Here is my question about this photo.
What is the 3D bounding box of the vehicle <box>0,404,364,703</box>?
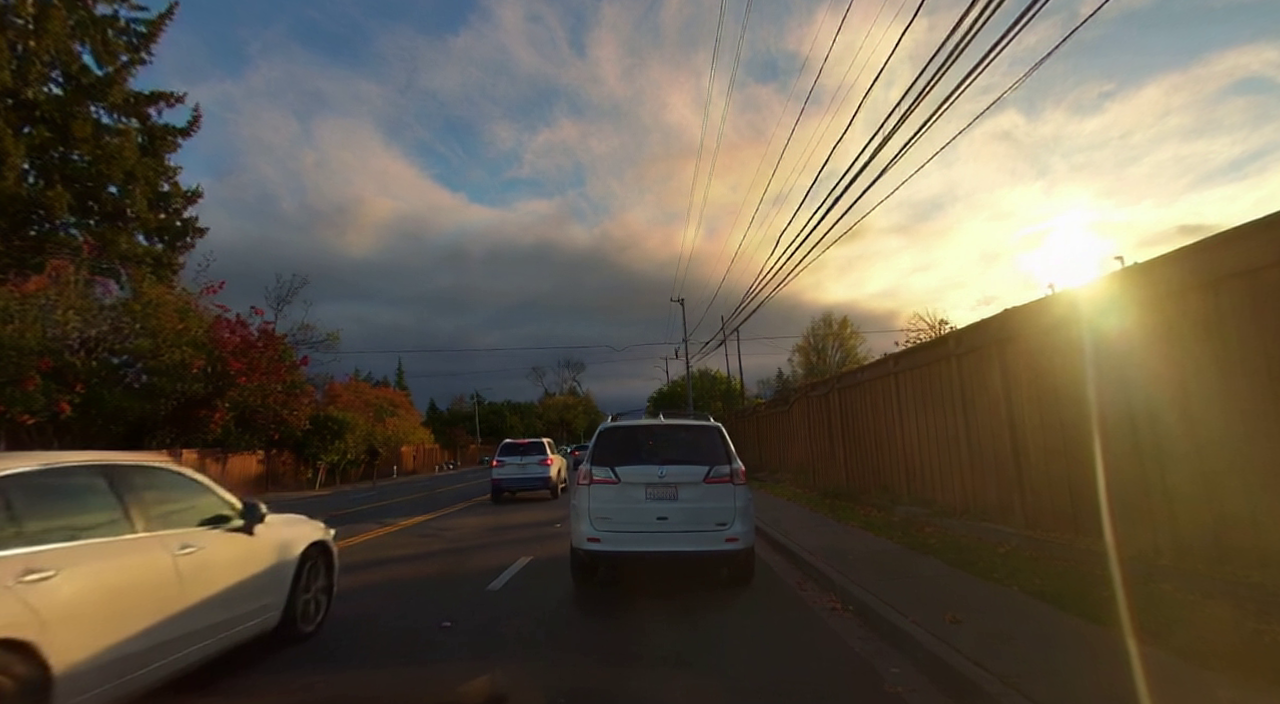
[{"bbox_3d":[-3.141,1.023,2.755,1.979,1.489,4.006,0,-9,1],"label":"vehicle"}]

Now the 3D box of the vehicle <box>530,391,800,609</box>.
[{"bbox_3d":[0.205,1.505,7.223,2.174,1.749,4.113,0,-9,0],"label":"vehicle"}]
